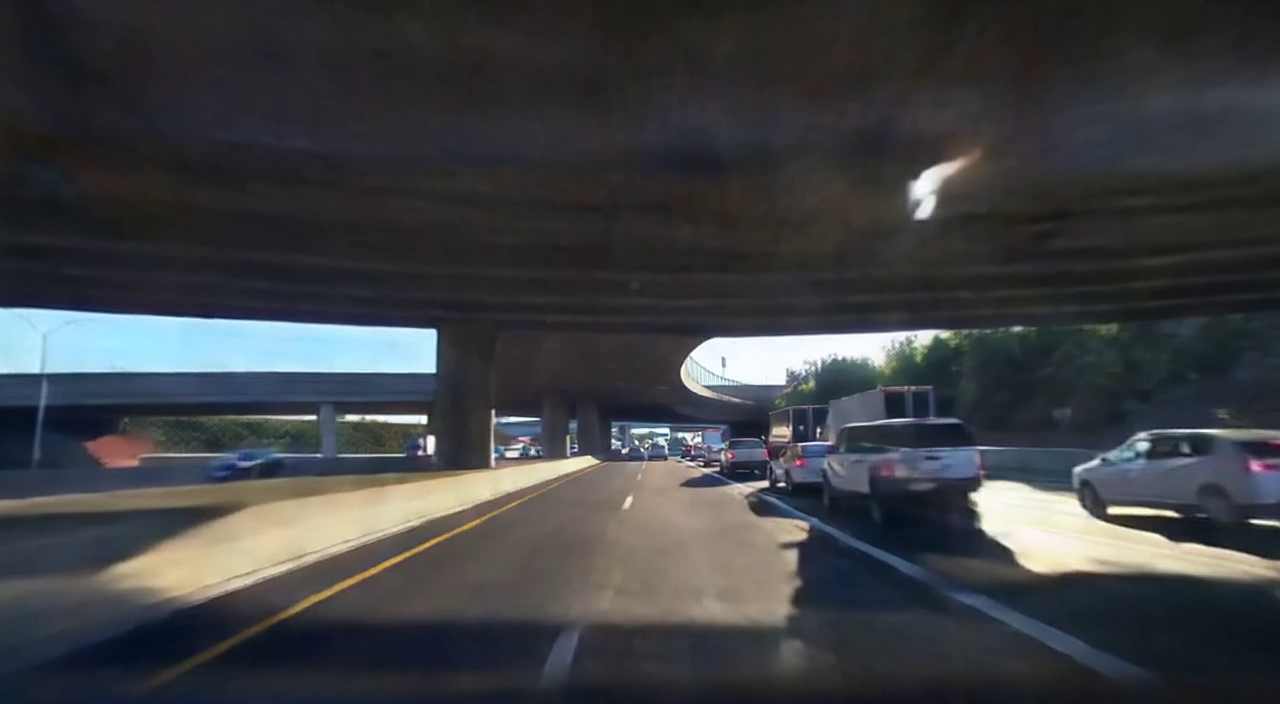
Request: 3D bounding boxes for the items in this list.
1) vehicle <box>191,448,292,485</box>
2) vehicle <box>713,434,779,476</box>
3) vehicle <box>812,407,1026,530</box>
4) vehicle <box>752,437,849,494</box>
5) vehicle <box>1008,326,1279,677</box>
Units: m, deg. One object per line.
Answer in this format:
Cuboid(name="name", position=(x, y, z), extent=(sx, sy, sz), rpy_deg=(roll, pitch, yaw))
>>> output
Cuboid(name="vehicle", position=(-19.695, 5.624, 31.497), extent=(1.953, 1.680, 4.506), rpy_deg=(0, -8, 2))
Cuboid(name="vehicle", position=(4.924, 4.874, 30.147), extent=(2.201, 1.804, 4.801), rpy_deg=(0, -8, -1))
Cuboid(name="vehicle", position=(5.047, 2.189, 12.401), extent=(1.991, 1.921, 4.879), rpy_deg=(0, -8, 1))
Cuboid(name="vehicle", position=(4.737, 3.390, 19.246), extent=(1.950, 1.529, 3.884), rpy_deg=(0, -8, 1))
Cuboid(name="vehicle", position=(4.714, 0.859, 3.658), extent=(2.191, 1.963, 5.001), rpy_deg=(0, -8, 1))
